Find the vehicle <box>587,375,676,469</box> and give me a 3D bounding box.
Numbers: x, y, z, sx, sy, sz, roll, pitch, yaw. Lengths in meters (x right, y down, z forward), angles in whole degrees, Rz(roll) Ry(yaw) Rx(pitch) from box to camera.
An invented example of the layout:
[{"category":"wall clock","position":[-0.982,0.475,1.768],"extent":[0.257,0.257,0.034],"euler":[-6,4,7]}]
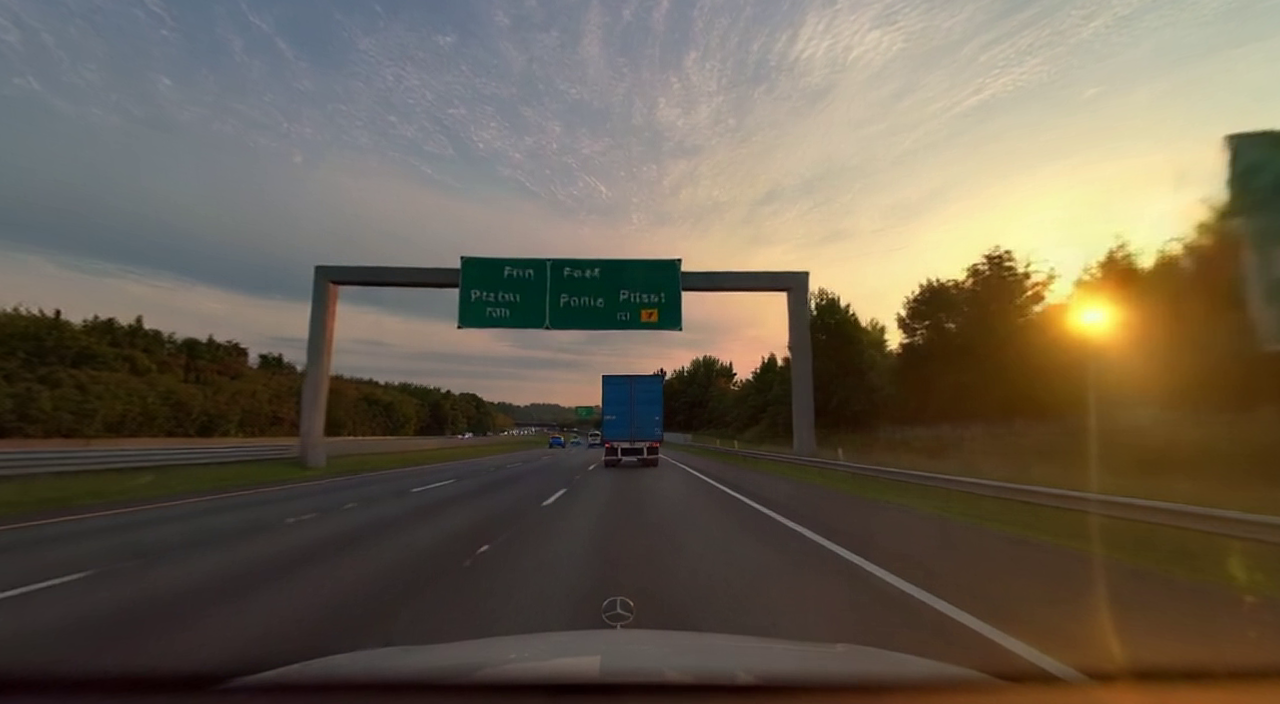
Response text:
[{"category":"vehicle","position":[-0.417,3.496,30.322],"extent":[3.033,3.223,14.836],"euler":[4,-7,0]}]
